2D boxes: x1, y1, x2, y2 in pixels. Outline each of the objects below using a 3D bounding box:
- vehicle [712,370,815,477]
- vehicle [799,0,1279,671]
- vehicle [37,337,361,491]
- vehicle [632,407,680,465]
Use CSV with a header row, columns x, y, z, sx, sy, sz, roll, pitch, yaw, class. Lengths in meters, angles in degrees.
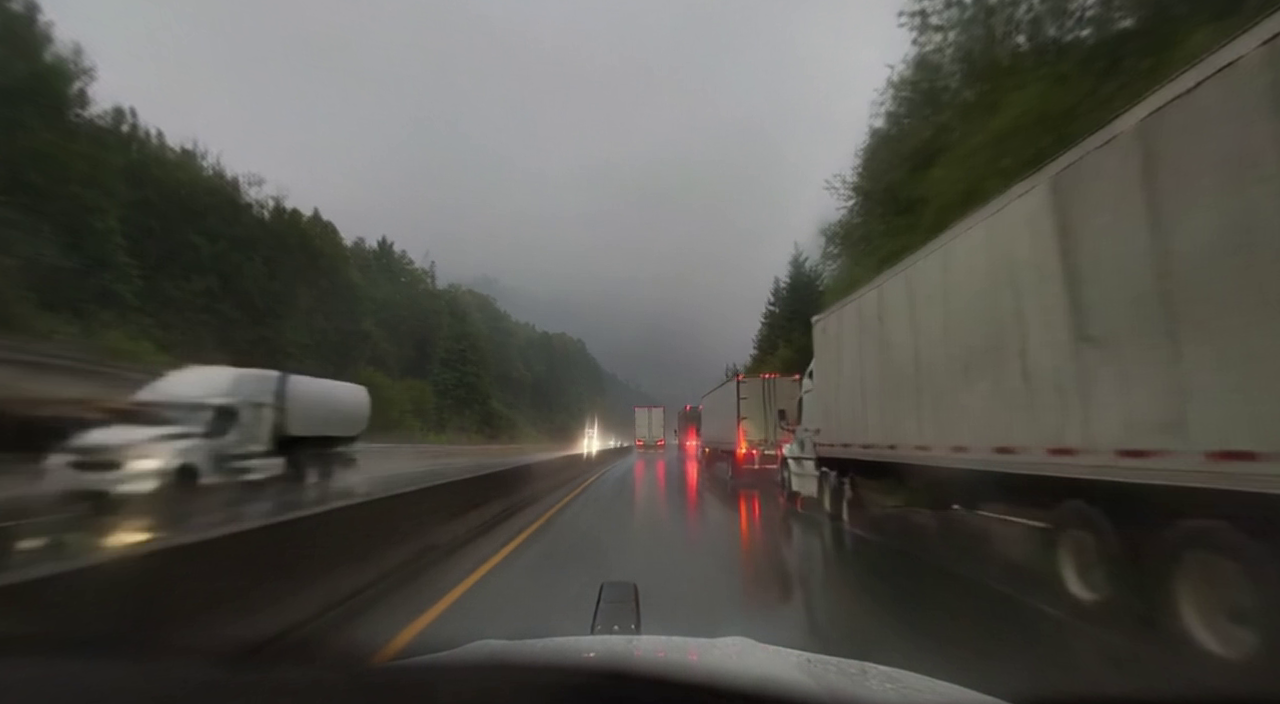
x,y,z,sx,sy,sz,roll,pitch,yaw,class
5.045,3.247,27.619,2.843,3.940,8.349,-1,-8,0,vehicle
5.056,0.351,7.511,2.749,4.051,12.981,0,-8,-1,vehicle
-8.780,1.469,13.722,2.515,2.577,6.183,-1,-8,0,vehicle
0.980,5.256,39.167,2.644,3.247,7.454,-1,-8,1,vehicle
